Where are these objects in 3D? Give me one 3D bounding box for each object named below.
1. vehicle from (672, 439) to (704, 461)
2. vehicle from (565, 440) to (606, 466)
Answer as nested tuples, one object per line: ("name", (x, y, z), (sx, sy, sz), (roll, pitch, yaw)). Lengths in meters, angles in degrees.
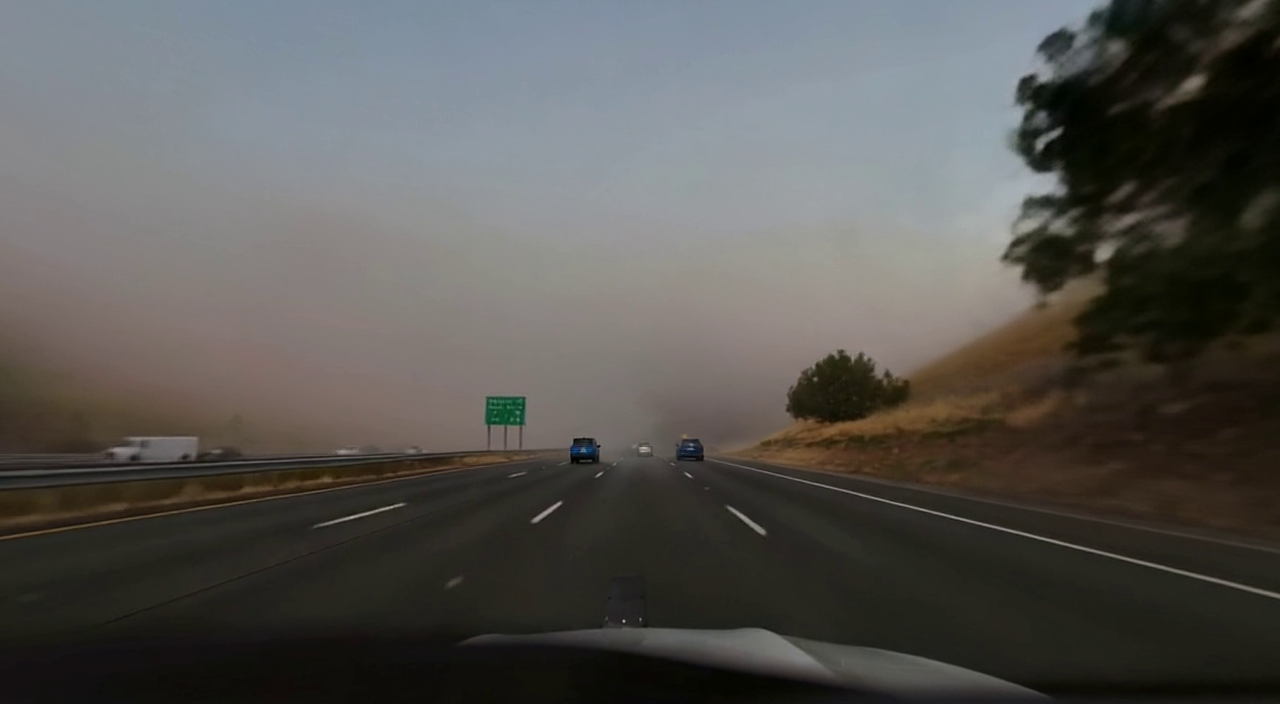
("vehicle", (3.755, 7.747, 49.966), (2.168, 1.681, 4.279), (0, -8, -1))
("vehicle", (-3.438, 6.524, 40.785), (2.159, 1.562, 4.441), (0, -8, 1))
